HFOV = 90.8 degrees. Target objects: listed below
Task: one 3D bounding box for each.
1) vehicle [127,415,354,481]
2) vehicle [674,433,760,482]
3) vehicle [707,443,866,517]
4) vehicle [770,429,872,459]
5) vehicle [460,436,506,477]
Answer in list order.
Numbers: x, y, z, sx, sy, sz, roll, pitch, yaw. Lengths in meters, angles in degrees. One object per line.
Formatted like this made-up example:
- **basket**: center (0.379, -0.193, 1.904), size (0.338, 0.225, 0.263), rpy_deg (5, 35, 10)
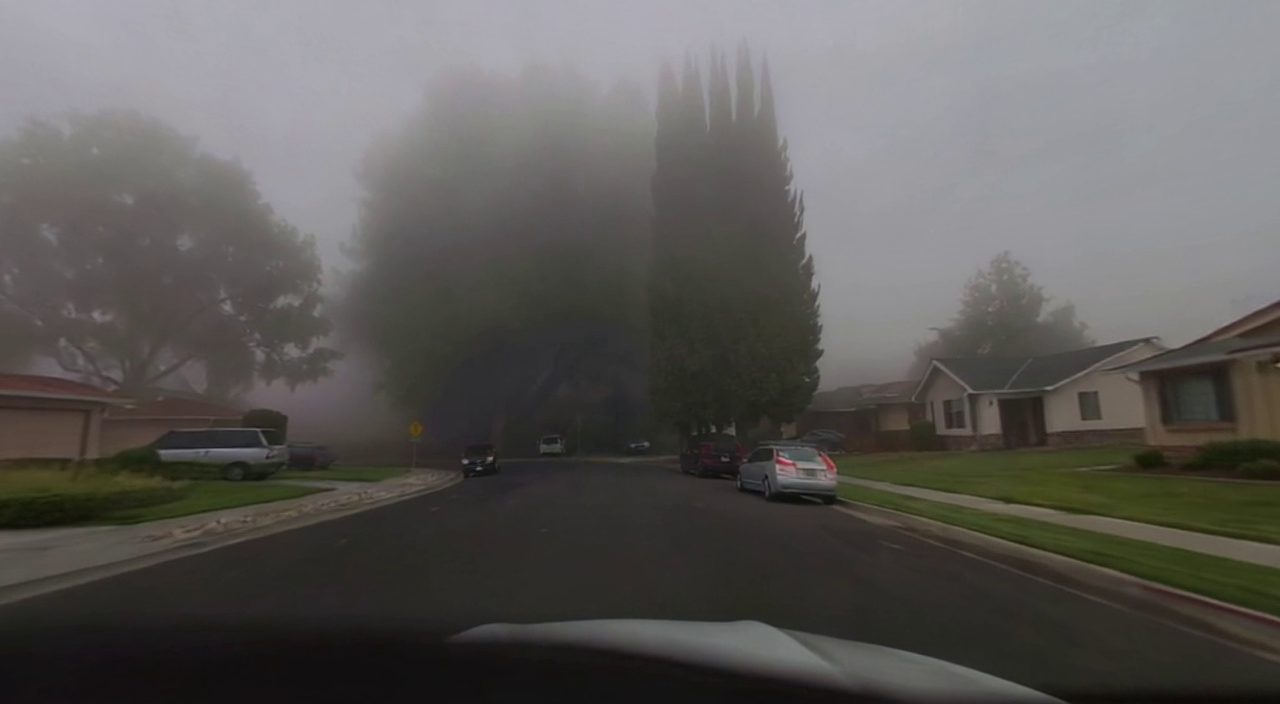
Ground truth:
- **vehicle**: center (-13.371, 3.268, 21.726), size (6.197, 1.824, 2.113), rpy_deg (0, -9, -18)
- **vehicle**: center (2.876, 4.075, 24.873), size (1.993, 1.720, 4.583), rpy_deg (2, -8, -11)
- **vehicle**: center (3.239, 2.932, 15.195), size (1.984, 1.437, 4.726), rpy_deg (1, -8, -10)
- **vehicle**: center (9.594, 4.875, 33.547), size (4.940, 1.477, 2.015), rpy_deg (3, -9, -21)
- **vehicle**: center (-7.837, 5.121, 31.263), size (1.976, 1.855, 4.299), rpy_deg (3, -8, -16)
